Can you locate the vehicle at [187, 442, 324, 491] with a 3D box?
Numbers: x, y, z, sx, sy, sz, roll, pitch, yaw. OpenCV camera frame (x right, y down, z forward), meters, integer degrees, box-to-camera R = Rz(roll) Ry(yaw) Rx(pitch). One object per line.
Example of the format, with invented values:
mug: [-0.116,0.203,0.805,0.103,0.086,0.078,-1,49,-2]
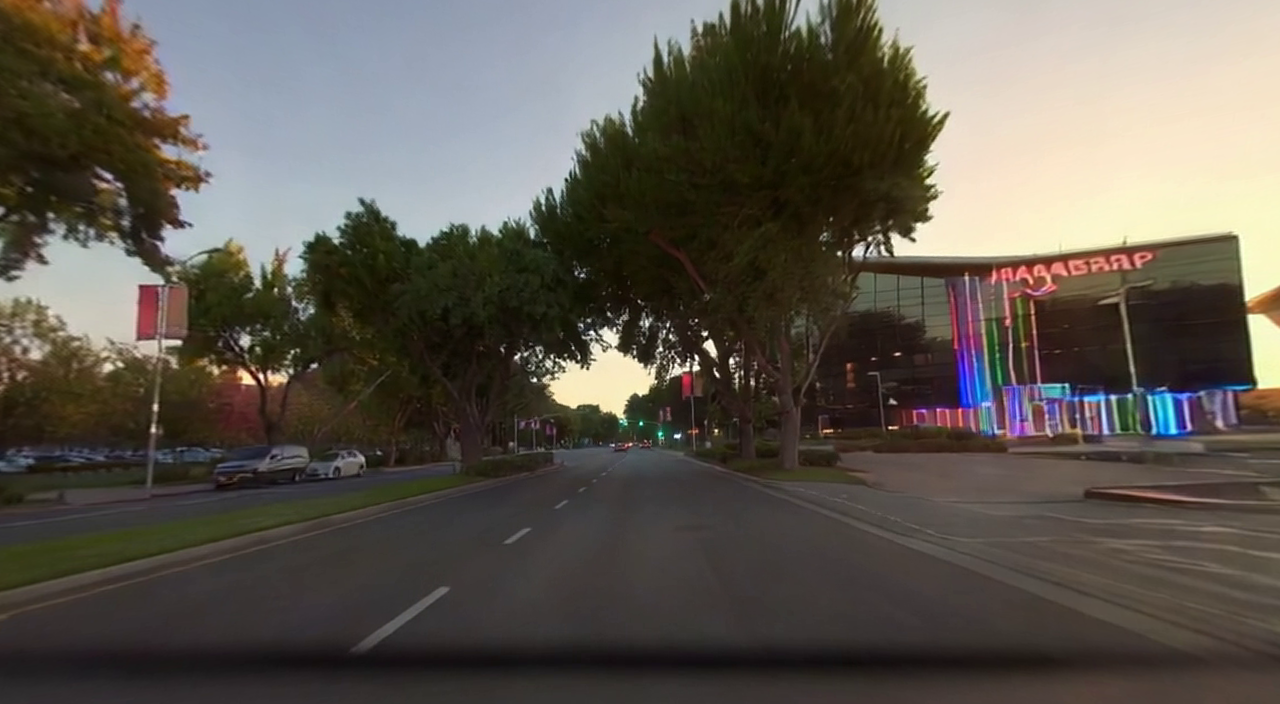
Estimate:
vehicle: [-17.436,5.174,28.977,2.617,1.997,5.830,0,-9,0]

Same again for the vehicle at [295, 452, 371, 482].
vehicle: [-17.581,6.586,36.199,1.933,1.521,4.771,0,-9,0]
